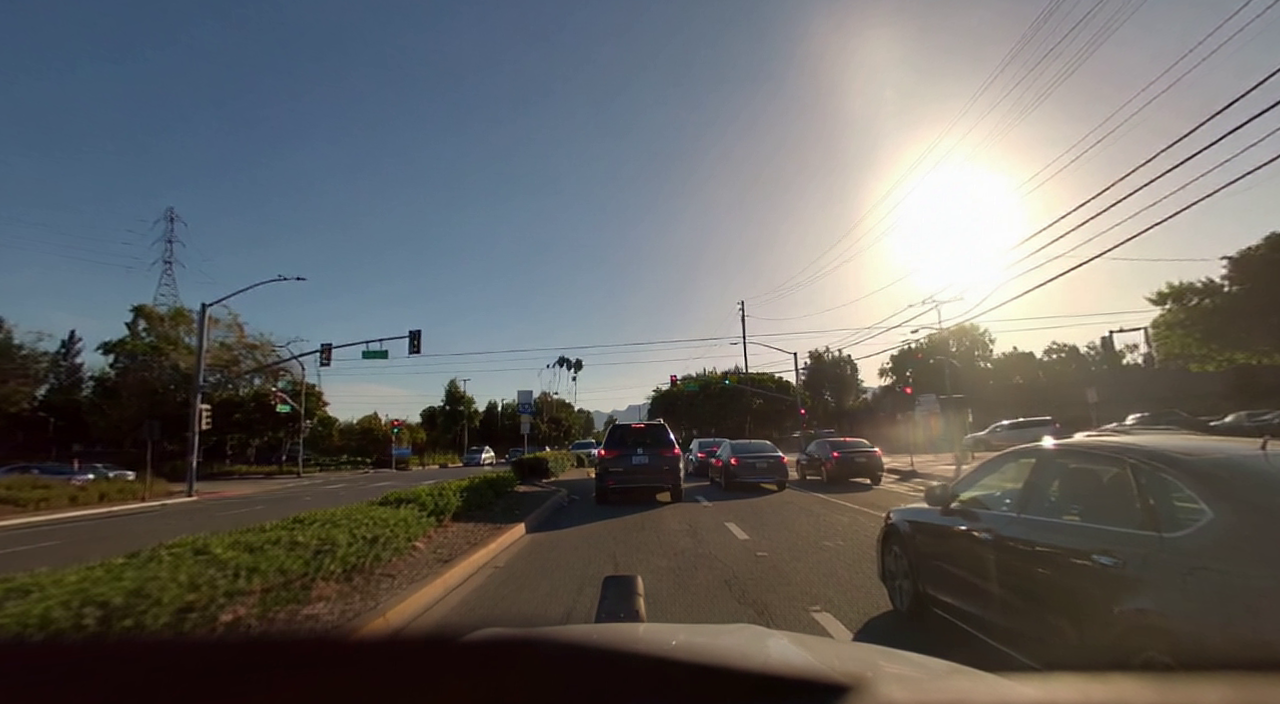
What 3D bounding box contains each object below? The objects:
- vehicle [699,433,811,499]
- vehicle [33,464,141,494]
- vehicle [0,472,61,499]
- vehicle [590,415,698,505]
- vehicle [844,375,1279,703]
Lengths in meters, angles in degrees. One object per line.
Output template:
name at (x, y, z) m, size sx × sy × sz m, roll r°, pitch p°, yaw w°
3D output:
vehicle at (2.830, 2.923, 16.614) m, size 2.025 × 1.477 × 4.333 m, roll 0°, pitch -9°, yaw -1°
vehicle at (-33.227, 7.629, 38.070) m, size 4.550 × 1.601 × 1.766 m, roll 1°, pitch -9°, yaw -7°
vehicle at (-37.964, 7.969, 37.708) m, size 4.625 × 1.455 × 2.029 m, roll 0°, pitch -9°, yaw -4°
vehicle at (0.069, 2.603, 15.574) m, size 2.236 × 1.856 × 4.816 m, roll 0°, pitch -9°, yaw 0°
vehicle at (2.780, 1.016, 3.215) m, size 2.004 × 1.460 × 4.297 m, roll 0°, pitch -9°, yaw -1°
